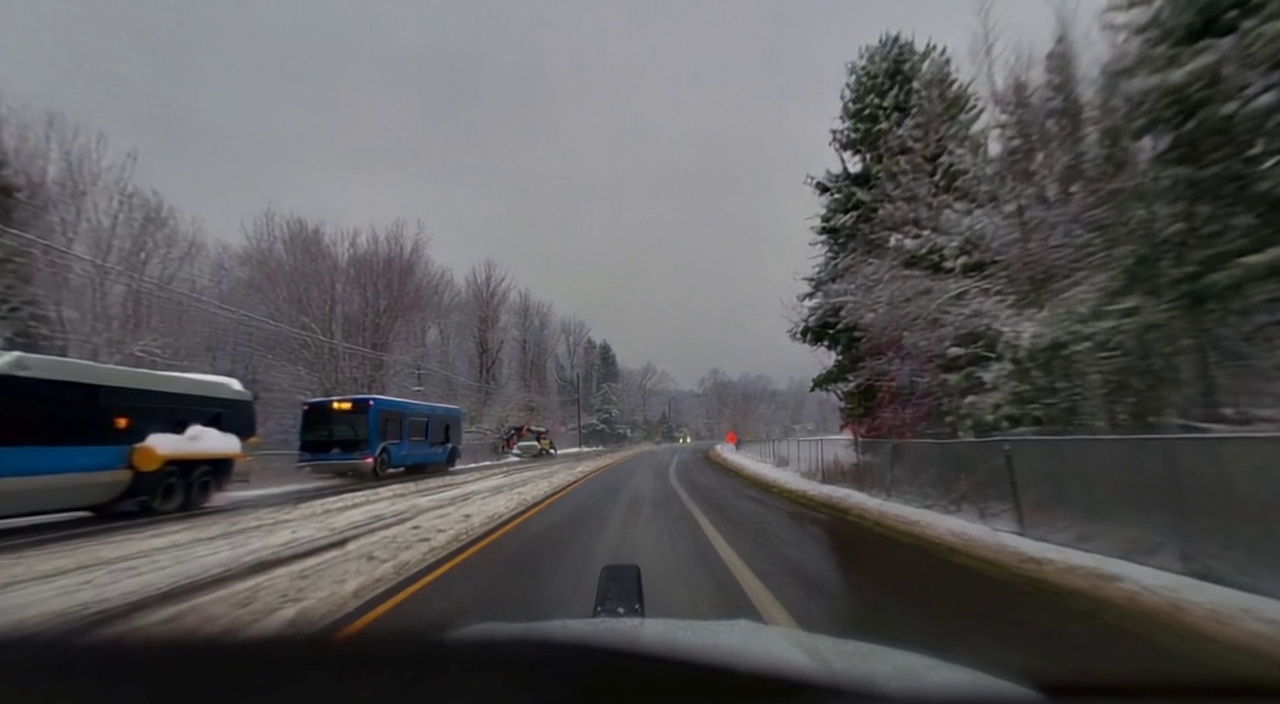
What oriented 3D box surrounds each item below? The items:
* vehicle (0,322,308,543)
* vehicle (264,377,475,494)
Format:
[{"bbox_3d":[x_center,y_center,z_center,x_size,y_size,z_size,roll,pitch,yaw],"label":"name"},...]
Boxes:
[{"bbox_3d":[-10.861,1.557,11.851,3.057,3.290,9.617,-2,-8,7],"label":"vehicle"},{"bbox_3d":[-10.344,3.445,26.470,3.092,3.562,12.230,-4,-7,2],"label":"vehicle"}]
